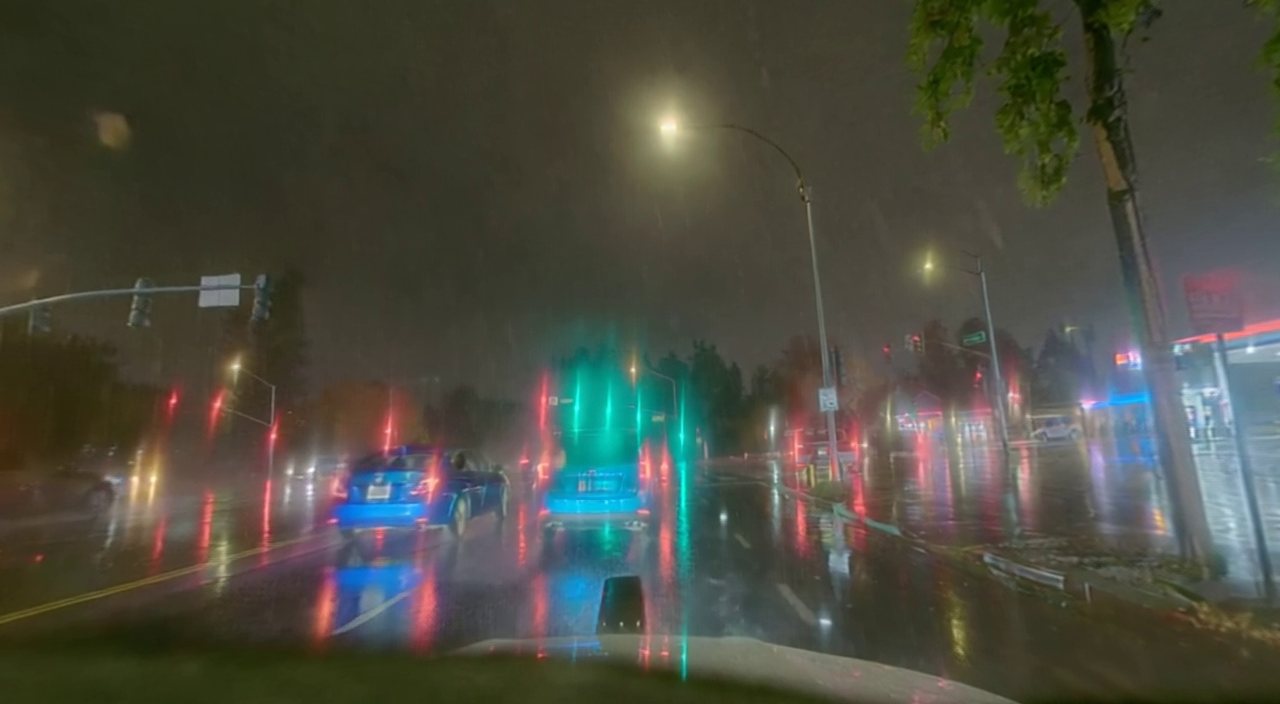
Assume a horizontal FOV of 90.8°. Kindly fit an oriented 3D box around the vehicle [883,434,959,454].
[{"bbox_3d":[20.770,6.829,46.840,4.700,1.417,1.789,0,-8,1],"label":"vehicle"}]

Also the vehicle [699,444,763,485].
[{"bbox_3d":[3.708,4.404,25.137,1.976,1.462,4.342,-2,-9,15],"label":"vehicle"}]

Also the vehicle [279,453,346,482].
[{"bbox_3d":[-21.258,7.464,41.216,1.890,1.691,4.591,0,-8,1],"label":"vehicle"}]

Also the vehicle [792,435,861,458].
[{"bbox_3d":[13.885,7.055,47.129,4.524,1.681,1.823,0,-8,-1],"label":"vehicle"}]

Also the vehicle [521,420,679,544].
[{"bbox_3d":[-0.555,2.140,11.047,2.210,1.722,4.215,0,-8,0],"label":"vehicle"}]

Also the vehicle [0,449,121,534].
[{"bbox_3d":[-13.515,2.803,12.784,1.995,1.626,4.592,0,-8,2],"label":"vehicle"}]

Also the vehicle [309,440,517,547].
[{"bbox_3d":[-3.658,2.337,11.188,2.003,1.492,4.291,0,-8,1],"label":"vehicle"}]
